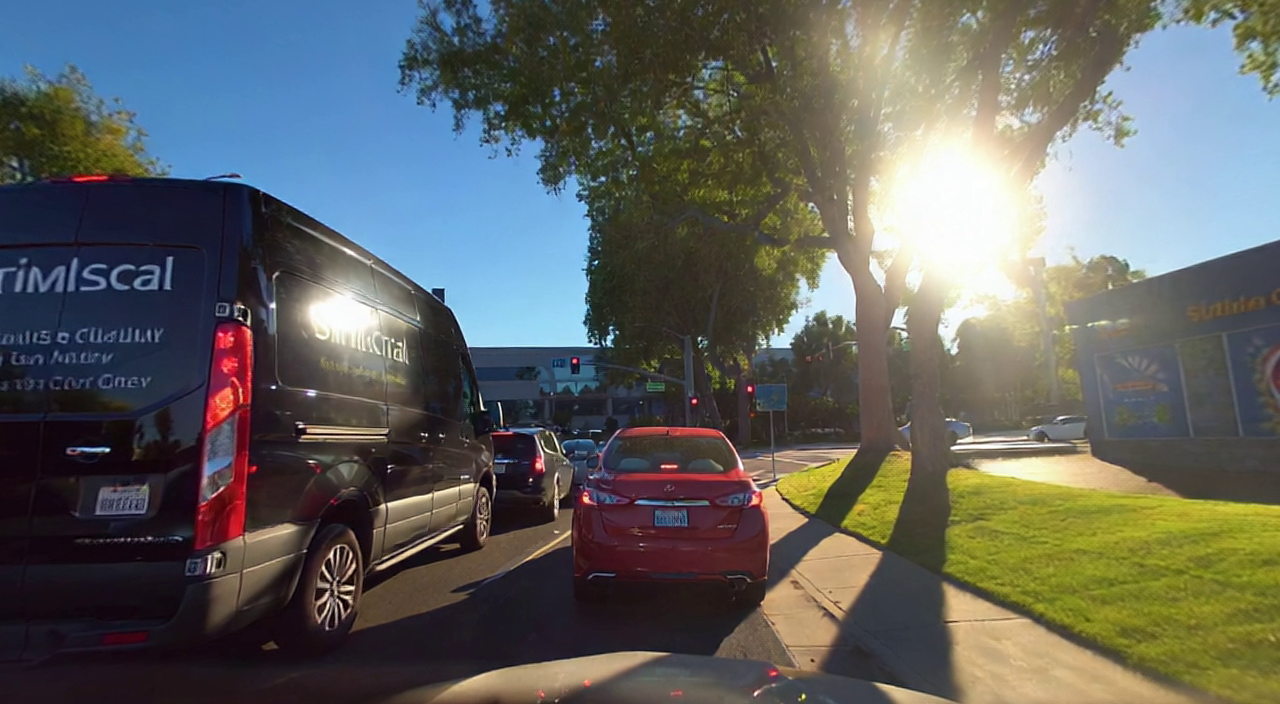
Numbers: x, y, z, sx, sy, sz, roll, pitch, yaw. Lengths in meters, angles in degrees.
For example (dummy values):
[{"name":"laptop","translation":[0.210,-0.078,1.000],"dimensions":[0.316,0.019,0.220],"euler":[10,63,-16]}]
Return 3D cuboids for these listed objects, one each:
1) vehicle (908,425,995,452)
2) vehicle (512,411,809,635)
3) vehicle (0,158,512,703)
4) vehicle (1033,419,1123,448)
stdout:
[{"name":"vehicle","translation":[21.972,6.157,44.520],"dimensions":[5.021,1.848,2.210],"euler":[1,-9,-9]},{"name":"vehicle","translation":[0.308,1.690,7.314],"dimensions":[2.398,1.773,4.254],"euler":[-1,-8,4]},{"name":"vehicle","translation":[-3.119,0.916,5.854],"dimensions":[2.555,3.035,5.702],"euler":[0,-8,0]},{"name":"vehicle","translation":[32.087,6.031,46.131],"dimensions":[5.084,2.041,2.360],"euler":[2,-9,-10]}]
